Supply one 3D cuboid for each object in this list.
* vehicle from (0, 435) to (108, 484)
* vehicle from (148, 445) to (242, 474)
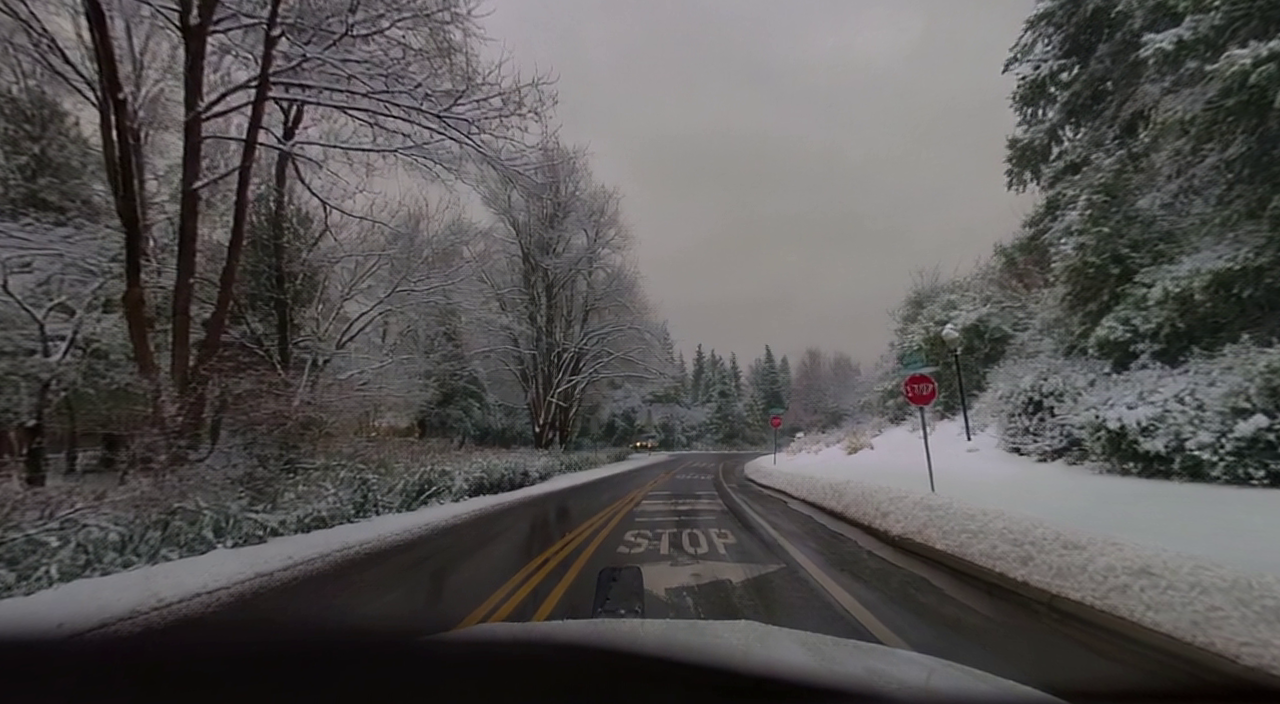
[{"bbox_3d":[-28.398,5.097,29.978,4.733,1.892,1.939,-4,-4,2],"label":"vehicle"},{"bbox_3d":[-25.908,6.260,36.893,4.007,1.459,1.952,-2,-8,0],"label":"vehicle"}]
